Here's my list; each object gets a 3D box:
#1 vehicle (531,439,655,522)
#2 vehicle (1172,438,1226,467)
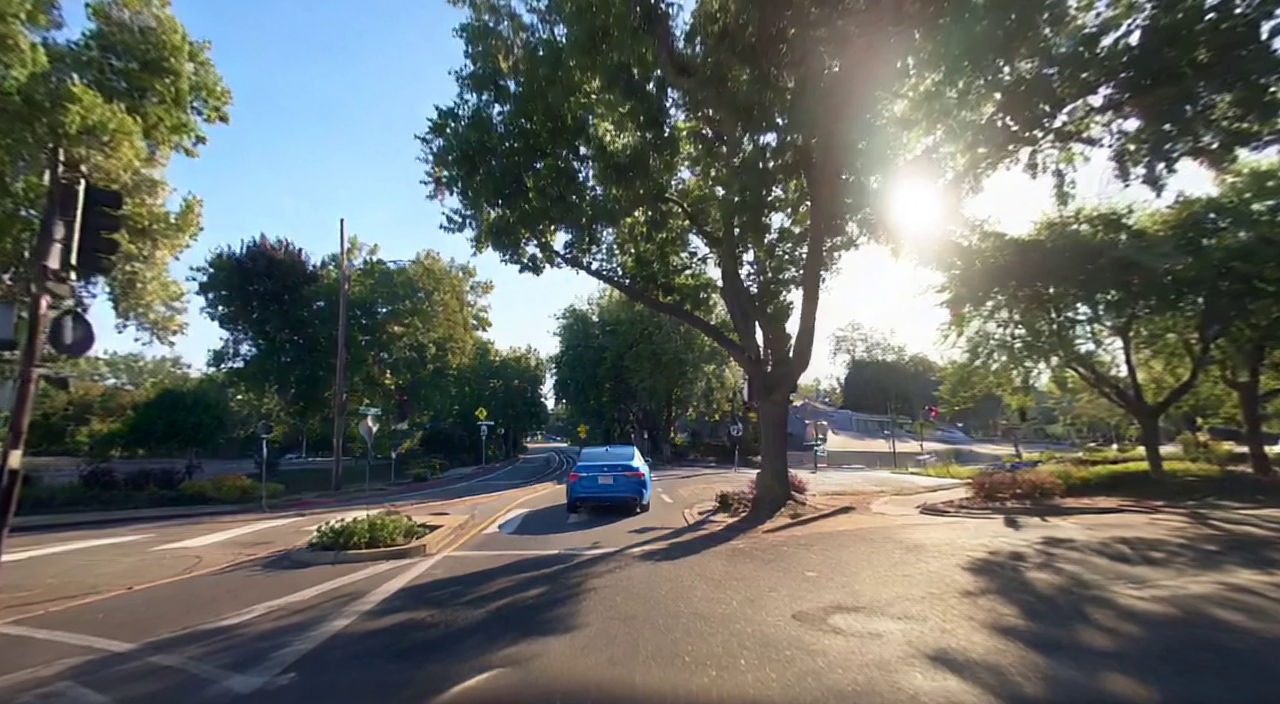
[{"bbox_3d":[-0.855,2.707,13.919,2.295,1.510,4.364,0,-8,0],"label":"vehicle"},{"bbox_3d":[31.928,5.709,36.039,1.959,1.493,5.020,-8,-12,43],"label":"vehicle"}]
